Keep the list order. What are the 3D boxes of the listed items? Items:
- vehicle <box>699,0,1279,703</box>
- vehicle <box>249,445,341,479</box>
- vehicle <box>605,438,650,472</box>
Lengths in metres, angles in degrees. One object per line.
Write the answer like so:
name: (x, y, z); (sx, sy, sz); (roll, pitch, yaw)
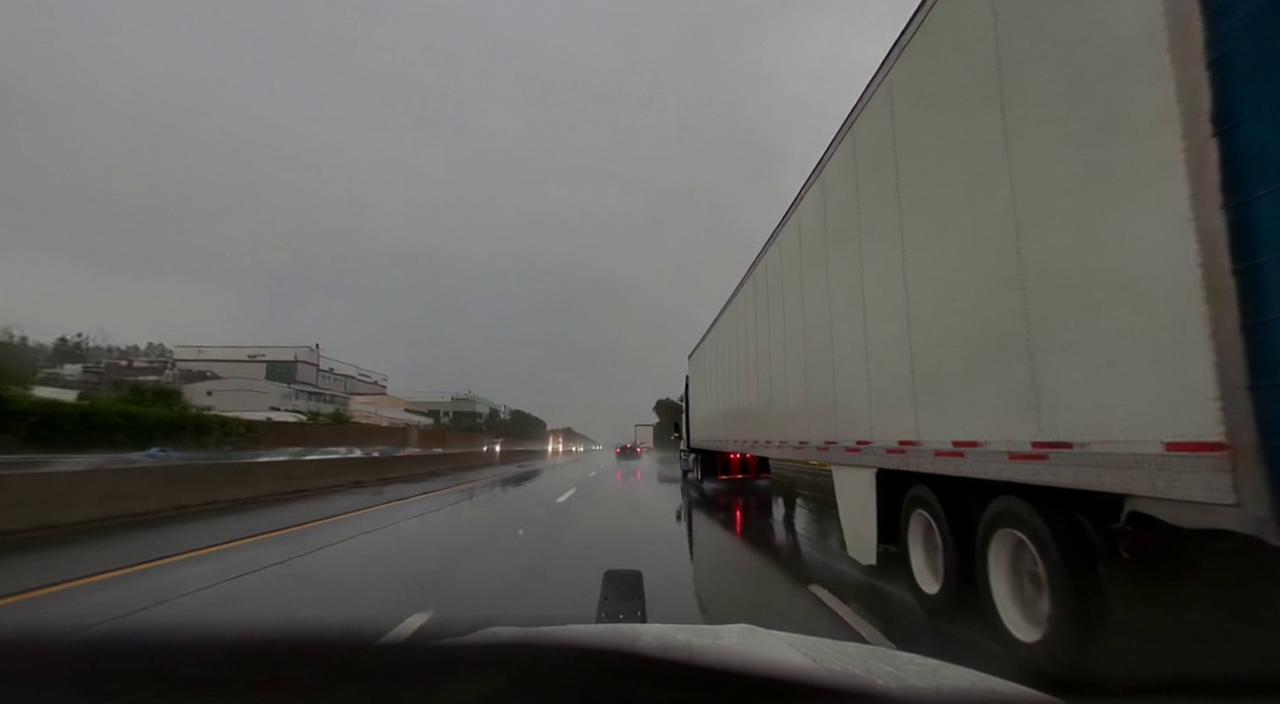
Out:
vehicle: (3.315, 0.591, 9.369); (2.996, 4.123, 15.965); (0, -9, -1)
vehicle: (-16.668, 5.311, 30.828); (2.134, 1.489, 4.523); (0, -9, -3)
vehicle: (-0.663, 5.420, 33.409); (2.191, 1.685, 4.015); (0, -9, -1)
